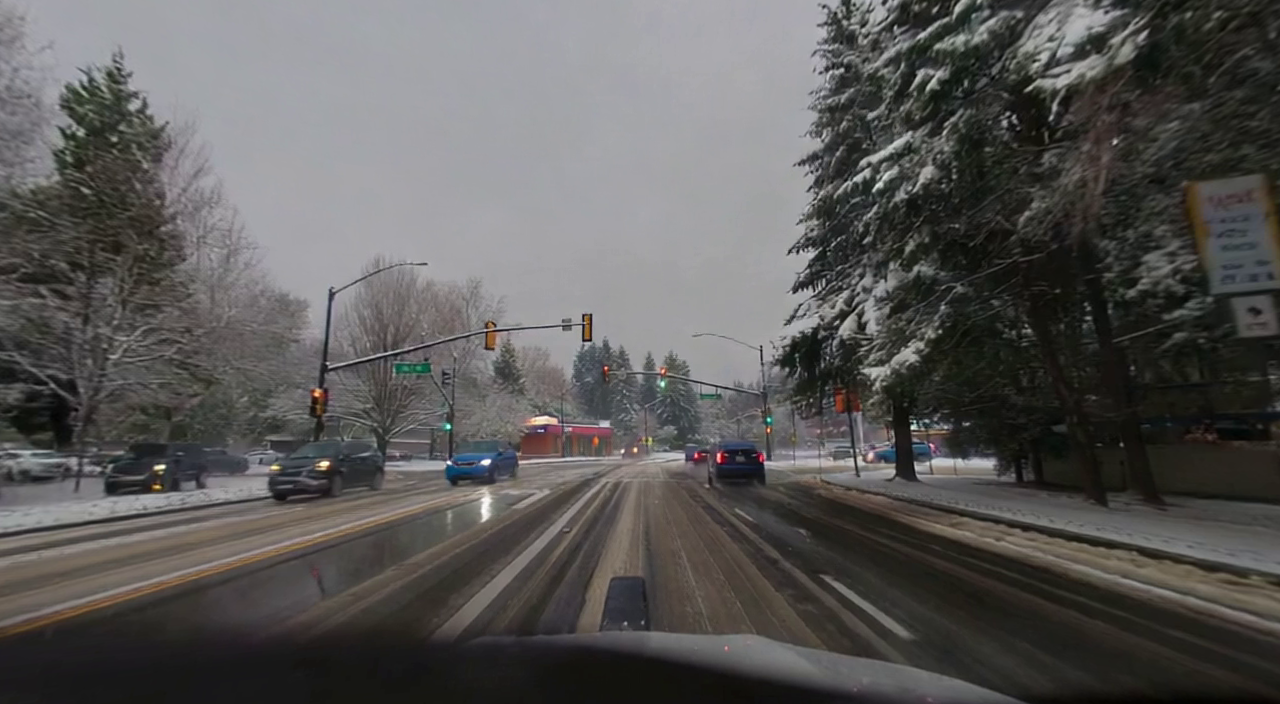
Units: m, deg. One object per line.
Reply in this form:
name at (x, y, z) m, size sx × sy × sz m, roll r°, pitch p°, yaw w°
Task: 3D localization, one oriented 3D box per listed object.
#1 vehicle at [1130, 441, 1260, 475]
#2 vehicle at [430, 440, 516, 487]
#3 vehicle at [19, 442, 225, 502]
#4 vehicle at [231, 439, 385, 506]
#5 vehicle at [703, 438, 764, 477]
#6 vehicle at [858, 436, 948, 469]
vehicle at (28.605, 5.466, 32.616) m, size 4.639 × 1.655 × 2.118 m, roll 0°, pitch -9°, yaw 0°
vehicle at (-5.886, 3.971, 22.696) m, size 2.052 × 1.543 × 3.719 m, roll 0°, pitch -9°, yaw 0°
vehicle at (-16.230, 3.749, 19.987) m, size 4.612 × 1.689 × 2.098 m, roll 0°, pitch -8°, yaw -2°
vehicle at (-9.828, 3.573, 19.191) m, size 2.150 × 1.774 × 4.459 m, roll 0°, pitch -9°, yaw 1°
vehicle at (4.305, 4.945, 29.771) m, size 2.311 × 1.715 × 4.287 m, roll 0°, pitch -9°, yaw 1°
vehicle at (16.740, 6.422, 40.359) m, size 4.713 × 1.969 × 2.201 m, roll 0°, pitch -9°, yaw 2°
